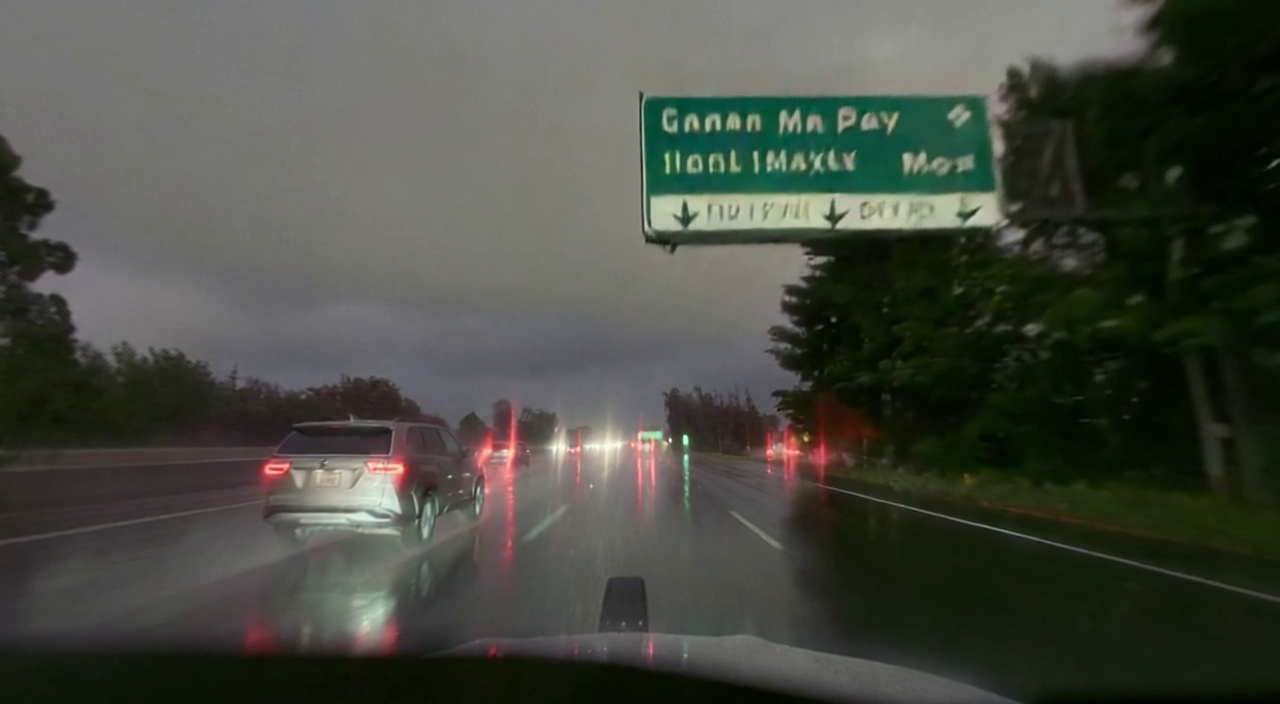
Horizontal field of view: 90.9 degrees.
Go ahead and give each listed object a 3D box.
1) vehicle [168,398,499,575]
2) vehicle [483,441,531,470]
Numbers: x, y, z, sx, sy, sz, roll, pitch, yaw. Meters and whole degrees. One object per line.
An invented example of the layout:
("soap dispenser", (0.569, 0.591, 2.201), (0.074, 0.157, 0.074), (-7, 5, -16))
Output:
("vehicle", (-3.566, 1.675, 8.591), (2.214, 1.759, 4.435), (0, -8, 1))
("vehicle", (-7.620, 5.967, 36.484), (1.871, 1.542, 4.371), (0, -8, 0))
